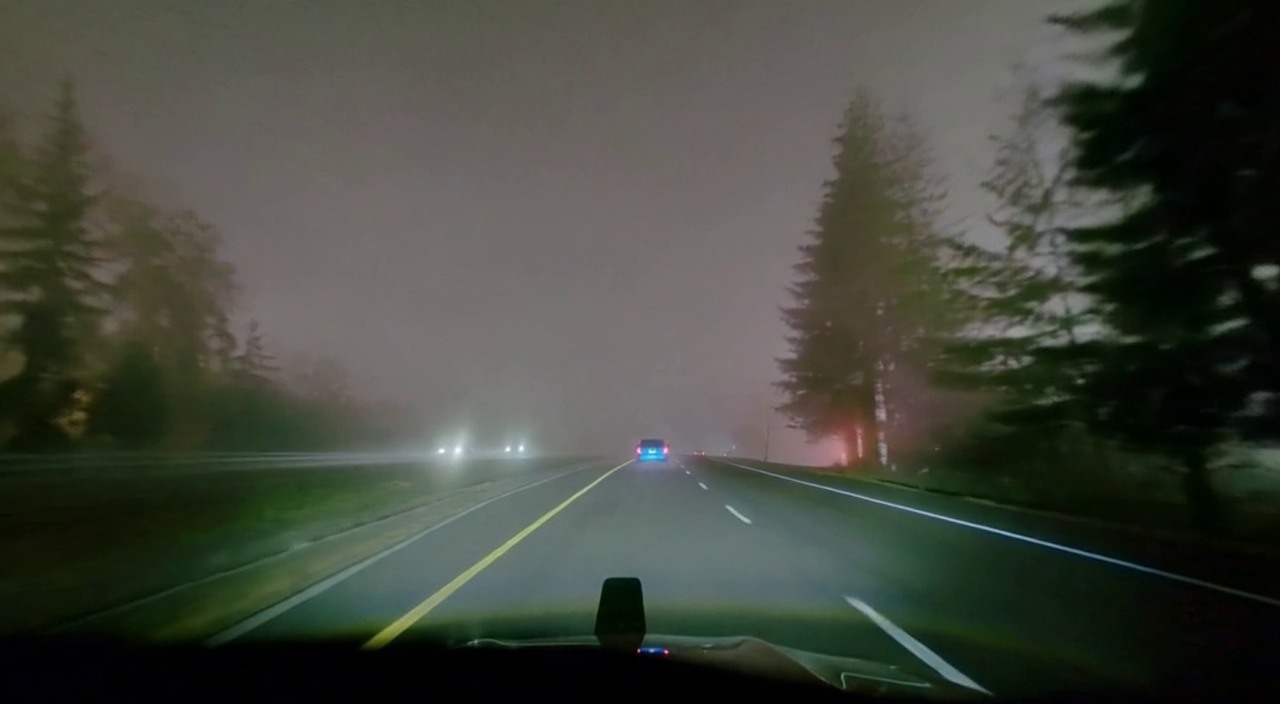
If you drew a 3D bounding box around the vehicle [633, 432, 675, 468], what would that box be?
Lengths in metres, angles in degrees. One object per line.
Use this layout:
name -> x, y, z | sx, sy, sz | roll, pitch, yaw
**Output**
vehicle -> 0.954, 6.220, 40.108 | 2.546, 2.126, 5.153 | 0, -8, 3
